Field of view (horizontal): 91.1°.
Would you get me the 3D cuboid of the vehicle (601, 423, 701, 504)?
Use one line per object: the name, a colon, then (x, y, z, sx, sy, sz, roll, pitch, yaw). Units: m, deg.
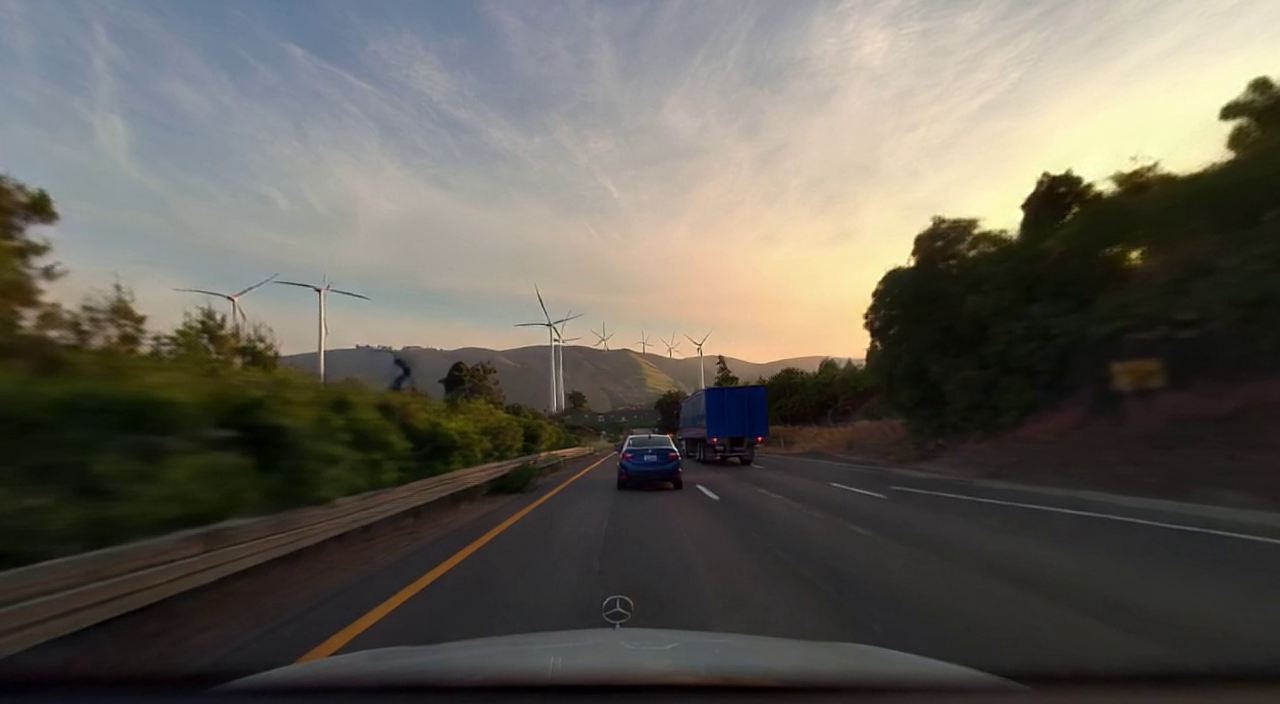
vehicle: (0.158, 2.561, 15.037, 2.038, 1.624, 4.312, 0, -8, -2)

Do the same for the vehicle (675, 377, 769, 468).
vehicle: (4.108, 4.155, 35.884, 3.129, 4.126, 14.913, 0, -8, -1)
